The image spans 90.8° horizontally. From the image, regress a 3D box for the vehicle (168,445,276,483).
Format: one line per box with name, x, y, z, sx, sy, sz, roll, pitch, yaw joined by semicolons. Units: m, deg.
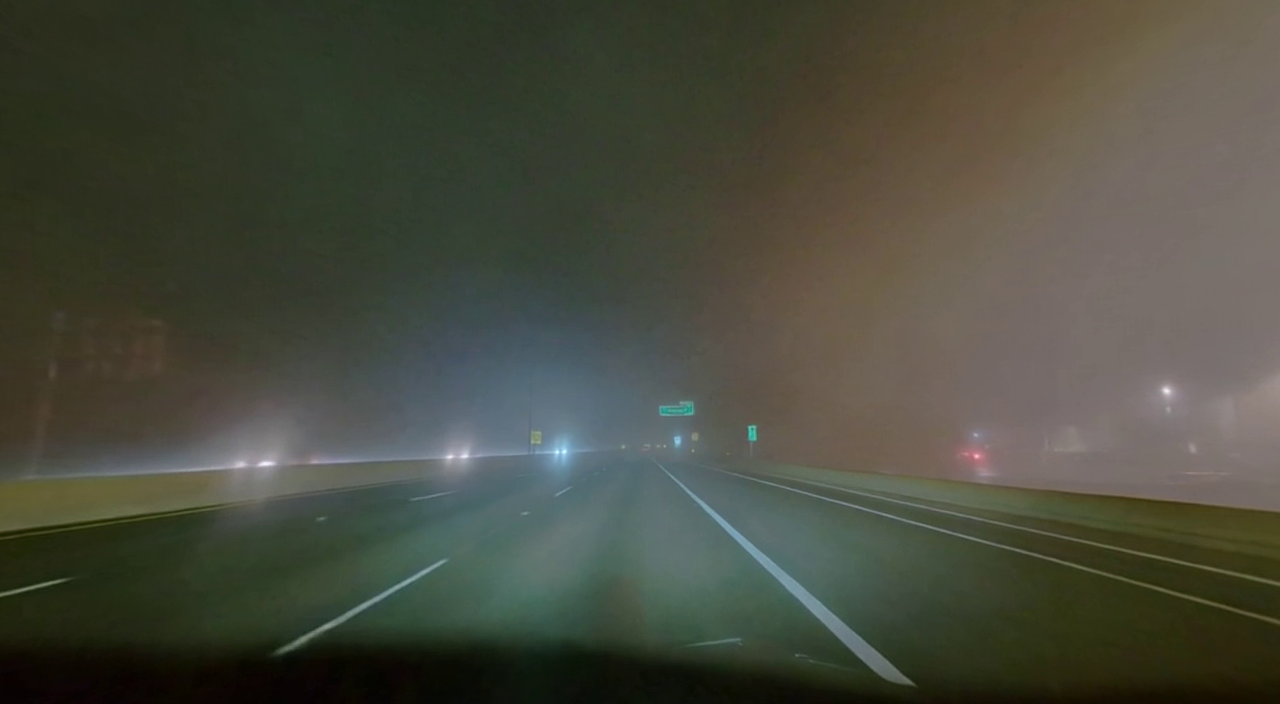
vehicle;-17.856;4.766;27.217;1.889;1.483;3.991;0;-9;0
